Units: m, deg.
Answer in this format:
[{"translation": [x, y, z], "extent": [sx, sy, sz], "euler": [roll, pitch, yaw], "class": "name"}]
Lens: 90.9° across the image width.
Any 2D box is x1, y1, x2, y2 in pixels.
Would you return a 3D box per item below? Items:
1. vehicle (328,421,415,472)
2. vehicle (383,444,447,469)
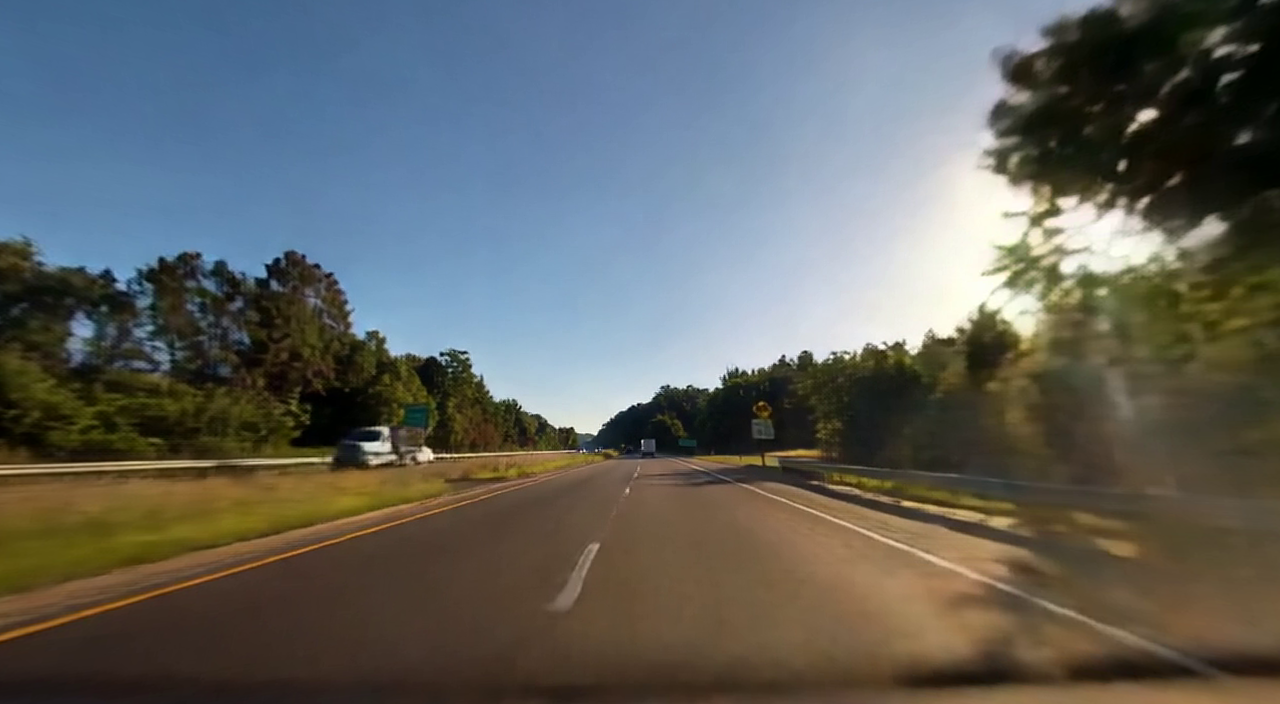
[{"translation": [-15.068, 5.376, 35.813], "extent": [2.205, 2.628, 5.912], "euler": [0, -9, 1], "class": "vehicle"}, {"translation": [-15.000, 6.974, 42.372], "extent": [2.412, 1.559, 4.857], "euler": [0, -9, 1], "class": "vehicle"}]
